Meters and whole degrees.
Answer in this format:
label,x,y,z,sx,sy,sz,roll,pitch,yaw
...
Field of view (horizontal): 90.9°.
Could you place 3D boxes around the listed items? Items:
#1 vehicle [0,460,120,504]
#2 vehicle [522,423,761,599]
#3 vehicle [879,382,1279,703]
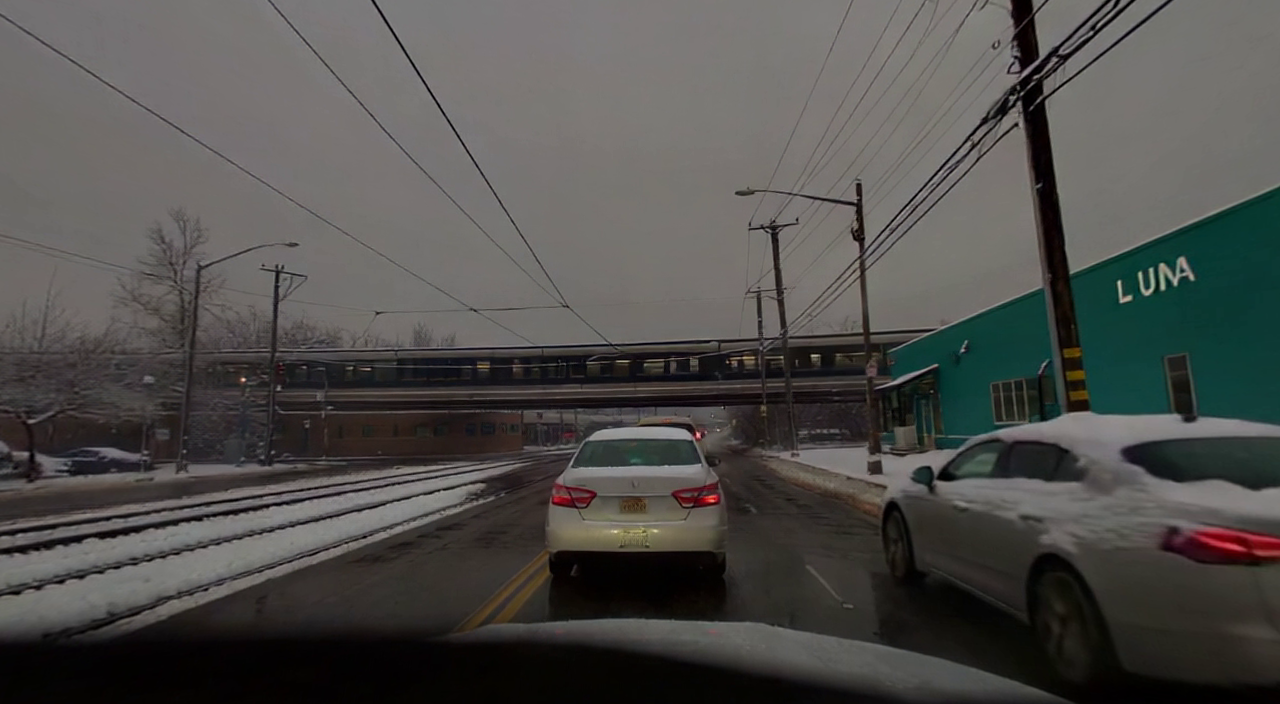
label,x,y,z,sx,sy,sz,roll,pitch,yaw
vehicle,-21.931,4.677,22.838,4.566,1.453,1.935,-1,-9,5
vehicle,0.096,1.702,7.608,2.090,1.518,4.033,-1,-9,3
vehicle,3.203,1.147,4.122,1.948,1.490,4.405,-1,-9,6
